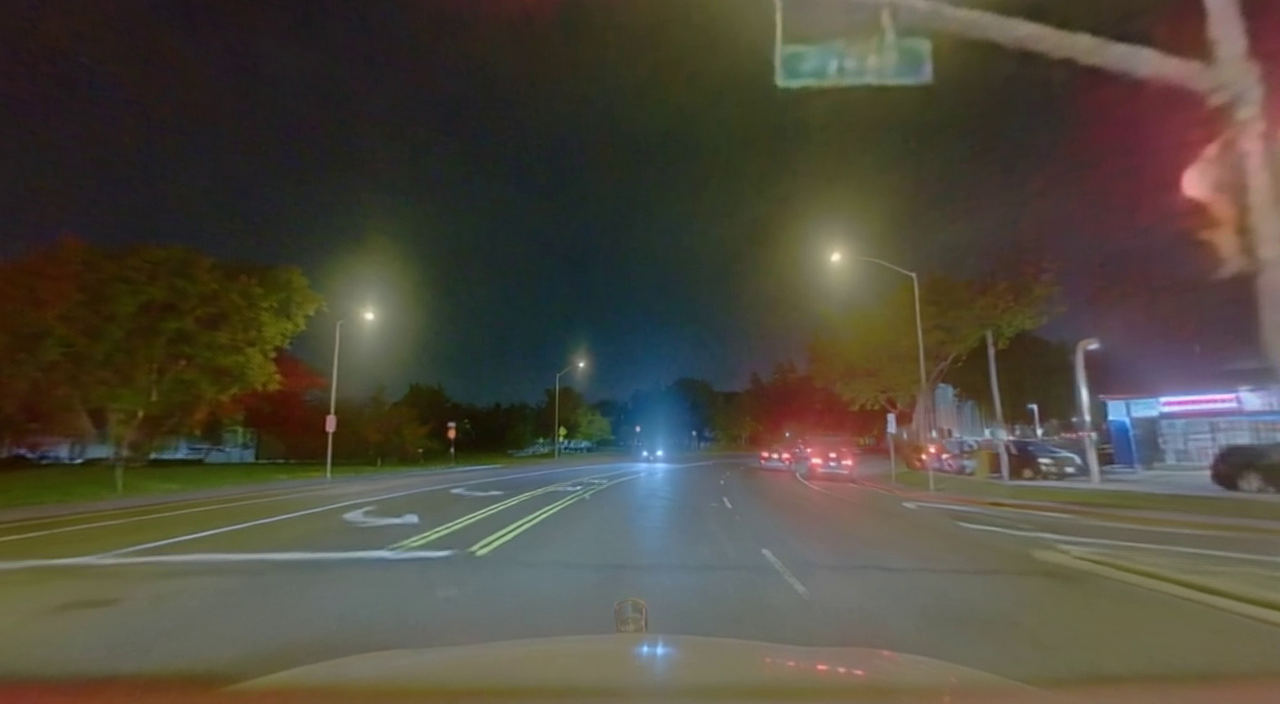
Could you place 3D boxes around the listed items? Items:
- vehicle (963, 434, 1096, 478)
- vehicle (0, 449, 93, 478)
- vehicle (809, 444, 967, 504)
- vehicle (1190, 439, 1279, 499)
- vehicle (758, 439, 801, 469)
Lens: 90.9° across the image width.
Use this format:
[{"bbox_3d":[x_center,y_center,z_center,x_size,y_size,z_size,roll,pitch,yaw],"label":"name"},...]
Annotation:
[{"bbox_3d":[17.467,4.670,28.561,4.557,1.825,2.350,-2,-9,14],"label":"vehicle"},{"bbox_3d":[-37.835,7.021,40.035,2.143,1.624,4.728,2,-8,-5],"label":"vehicle"},{"bbox_3d":[6.862,3.380,18.067,1.938,1.466,4.434,2,-9,-14],"label":"vehicle"},{"bbox_3d":[18.498,3.403,18.658,4.135,1.580,1.908,5,-10,-29],"label":"vehicle"},{"bbox_3d":[8.628,6.220,38.696,2.311,1.715,4.287,-2,-9,16],"label":"vehicle"}]
